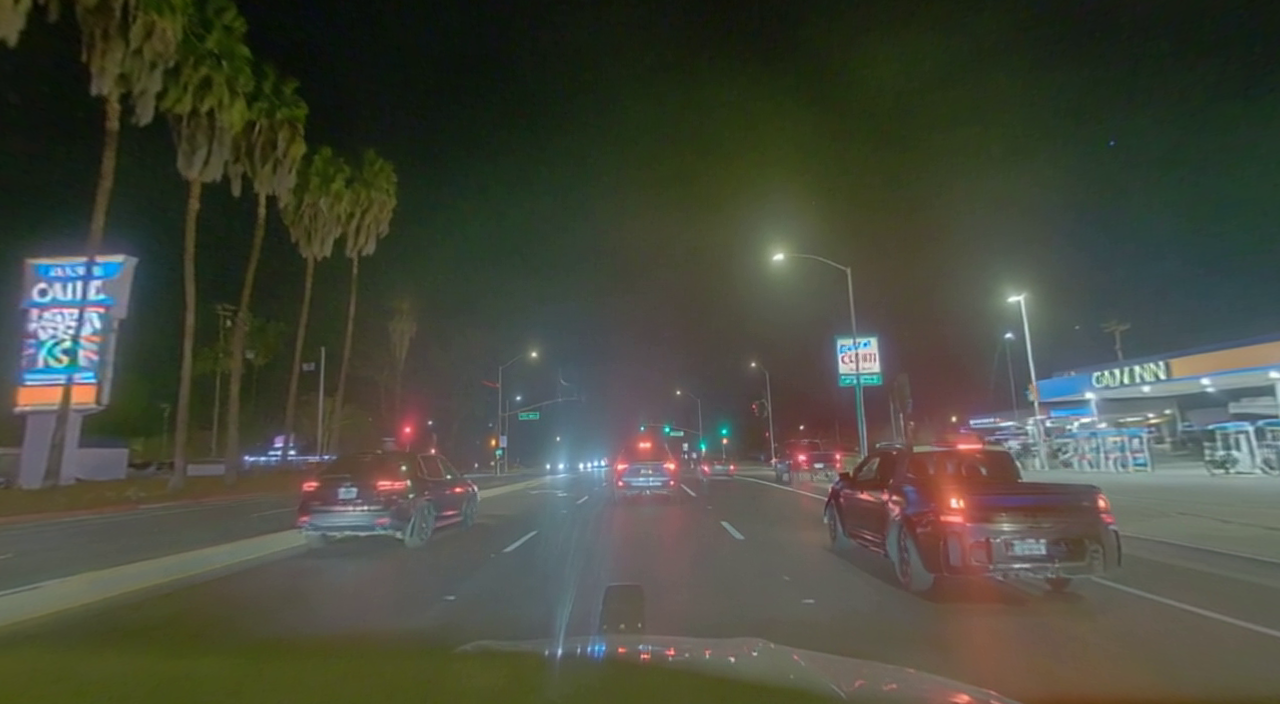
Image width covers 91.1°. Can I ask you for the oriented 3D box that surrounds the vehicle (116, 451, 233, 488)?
[{"bbox_3d":[-29.239,7.356,39.832,2.543,2.092,6.613,0,-8,-2],"label":"vehicle"}]

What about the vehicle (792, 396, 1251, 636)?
[{"bbox_3d":[3.601,1.664,7.654,2.120,1.828,5.531,0,-8,0],"label":"vehicle"}]

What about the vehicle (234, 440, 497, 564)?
[{"bbox_3d":[-3.927,2.203,10.140,1.983,1.502,4.720,0,-8,2],"label":"vehicle"}]

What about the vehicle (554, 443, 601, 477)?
[{"bbox_3d":[-3.491,6.144,35.955,2.071,1.811,4.605,0,-8,2],"label":"vehicle"}]

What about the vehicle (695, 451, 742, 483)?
[{"bbox_3d":[3.833,5.668,31.191,1.901,1.401,3.965,0,-8,1],"label":"vehicle"}]

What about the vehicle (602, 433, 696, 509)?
[{"bbox_3d":[0.255,3.298,18.050,2.295,1.835,5.471,0,-8,1],"label":"vehicle"}]
